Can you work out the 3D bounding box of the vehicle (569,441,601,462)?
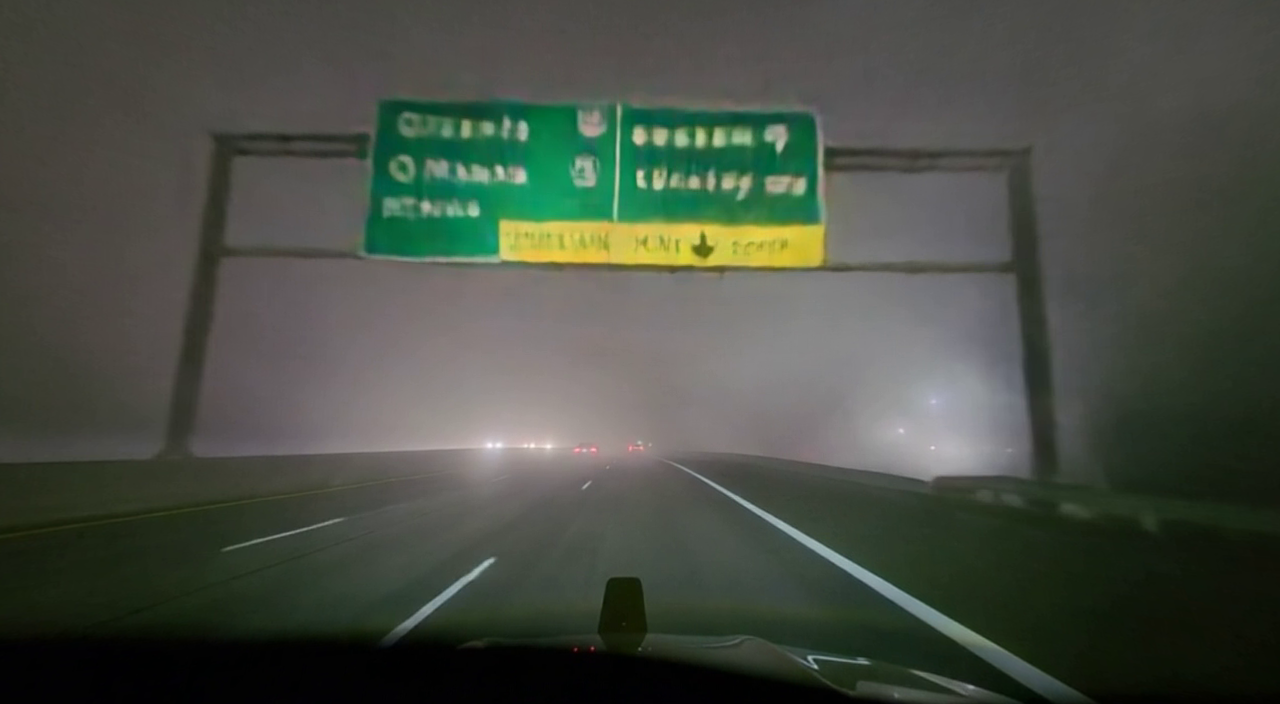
[{"bbox_3d":[-4.173,7.596,48.371,2.211,1.524,3.651,0,-8,-1],"label":"vehicle"}]
